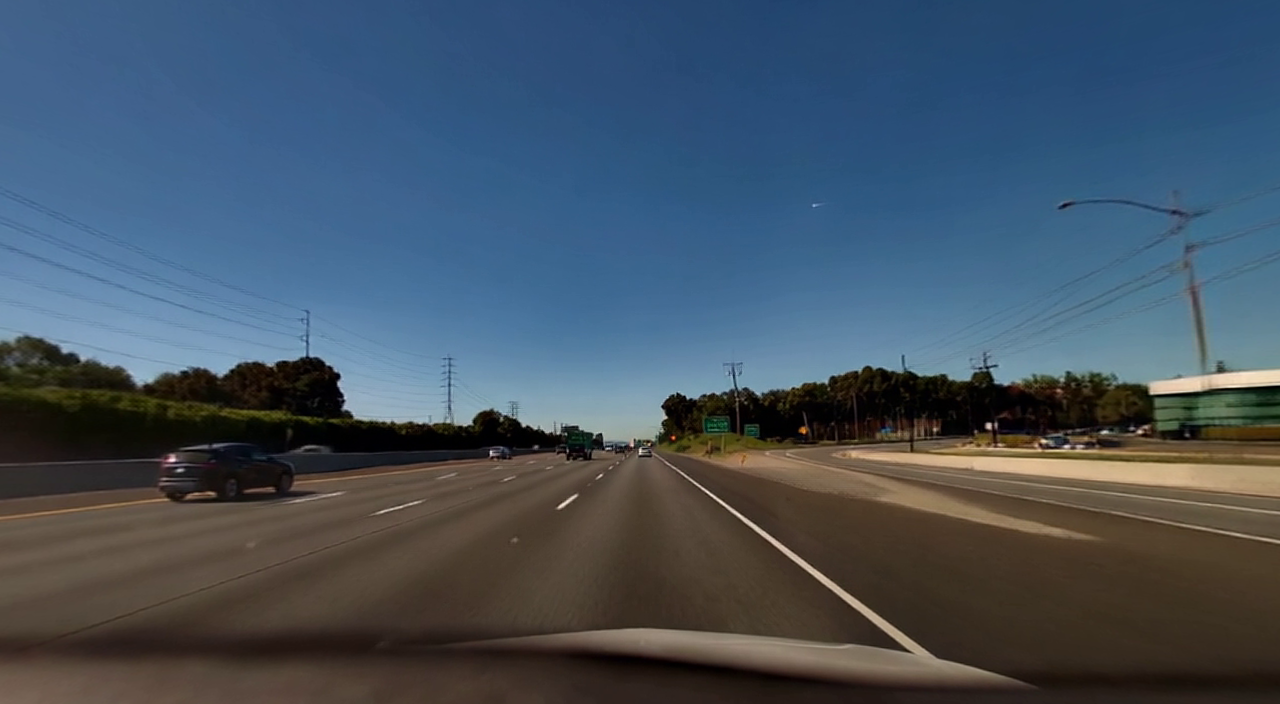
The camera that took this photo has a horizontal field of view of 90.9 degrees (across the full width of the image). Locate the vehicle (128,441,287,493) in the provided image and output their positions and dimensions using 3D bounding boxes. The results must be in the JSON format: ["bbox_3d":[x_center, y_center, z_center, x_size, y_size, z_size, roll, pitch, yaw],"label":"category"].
[{"bbox_3d":[-13.778,3.650,20.487,1.988,1.477,4.442,0,-8,0],"label":"vehicle"}]

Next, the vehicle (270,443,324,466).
[{"bbox_3d":[-22.758,6.792,41.969,1.566,1.433,3.548,-2,-9,1],"label":"vehicle"}]
